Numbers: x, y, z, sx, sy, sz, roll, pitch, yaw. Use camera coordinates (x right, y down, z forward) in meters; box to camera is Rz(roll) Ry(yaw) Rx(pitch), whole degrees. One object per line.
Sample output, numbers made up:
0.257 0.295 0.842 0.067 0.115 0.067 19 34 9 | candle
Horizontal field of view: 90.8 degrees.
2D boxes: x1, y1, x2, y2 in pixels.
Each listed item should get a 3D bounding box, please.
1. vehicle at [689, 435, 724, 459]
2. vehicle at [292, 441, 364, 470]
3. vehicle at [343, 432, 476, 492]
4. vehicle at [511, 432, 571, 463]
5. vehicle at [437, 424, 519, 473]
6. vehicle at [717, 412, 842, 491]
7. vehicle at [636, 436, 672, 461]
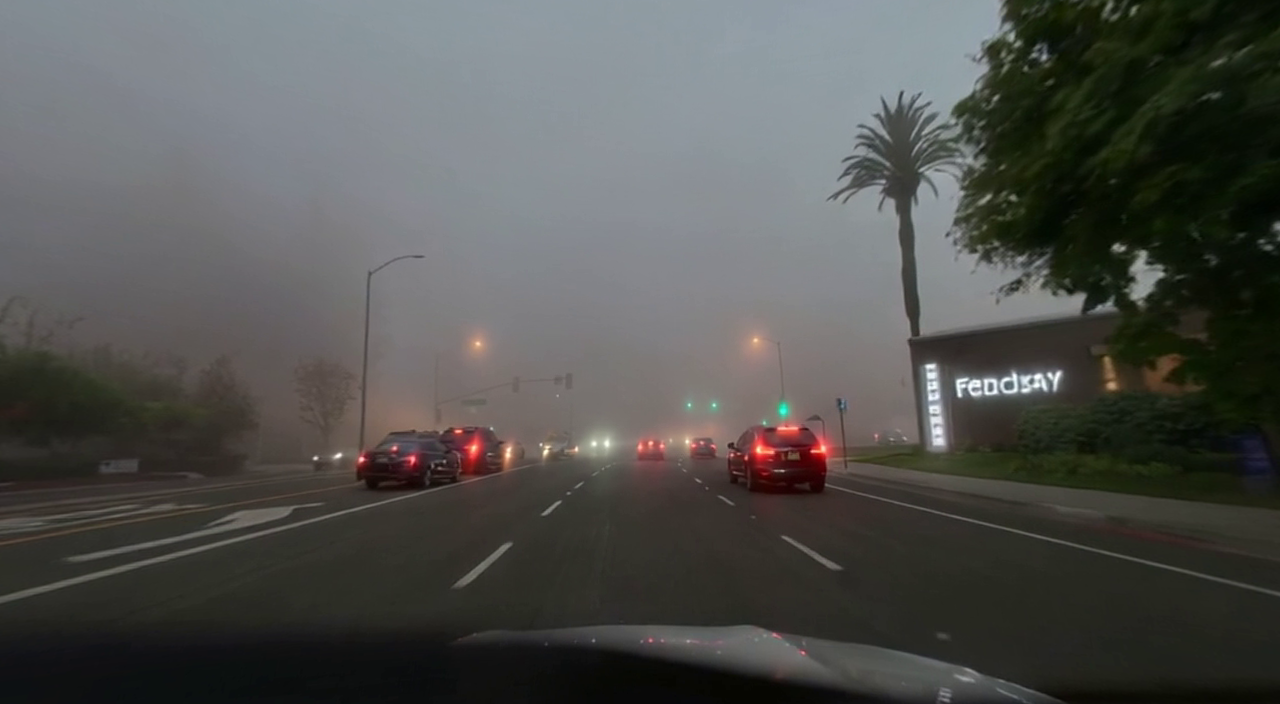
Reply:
4.506 6.503 43.430 2.149 1.532 4.168 -1 -8 2 | vehicle
-19.685 6.545 40.088 1.978 1.693 4.463 -1 -8 6 | vehicle
-6.444 3.137 18.420 1.935 1.483 4.973 0 -8 1 | vehicle
-5.794 5.663 37.546 2.088 1.746 4.650 -2 -8 10 | vehicle
-6.819 4.122 27.173 2.127 1.888 4.637 -1 -8 2 | vehicle
3.752 2.818 18.152 2.267 1.931 5.145 0 -8 -2 | vehicle
0.924 6.049 39.782 2.057 1.492 3.825 -1 -8 4 | vehicle
